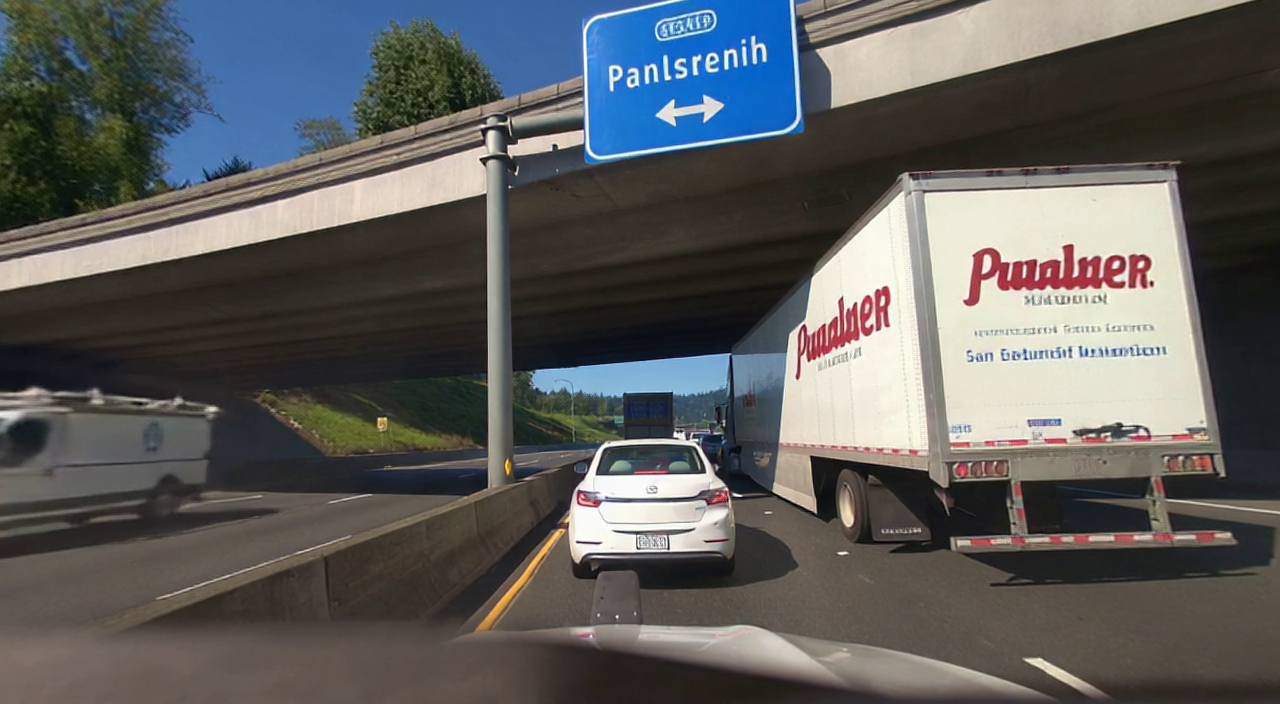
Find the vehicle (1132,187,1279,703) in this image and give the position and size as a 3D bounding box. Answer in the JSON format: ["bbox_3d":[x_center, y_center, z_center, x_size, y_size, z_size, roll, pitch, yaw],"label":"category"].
[{"bbox_3d":[4.728,0.120,0.632,2.892,2.615,6.650,0,-8,-2],"label":"vehicle"}]

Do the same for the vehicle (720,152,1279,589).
[{"bbox_3d":[4.188,1.068,12.947,2.827,4.081,14.305,0,-8,-1],"label":"vehicle"}]

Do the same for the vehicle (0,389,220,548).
[{"bbox_3d":[-12.579,2.408,13.469,2.524,2.800,6.564,-1,-8,1],"label":"vehicle"}]

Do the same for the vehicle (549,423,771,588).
[{"bbox_3d":[0.170,1.680,7.687,2.045,1.490,3.597,-1,-8,0],"label":"vehicle"}]
